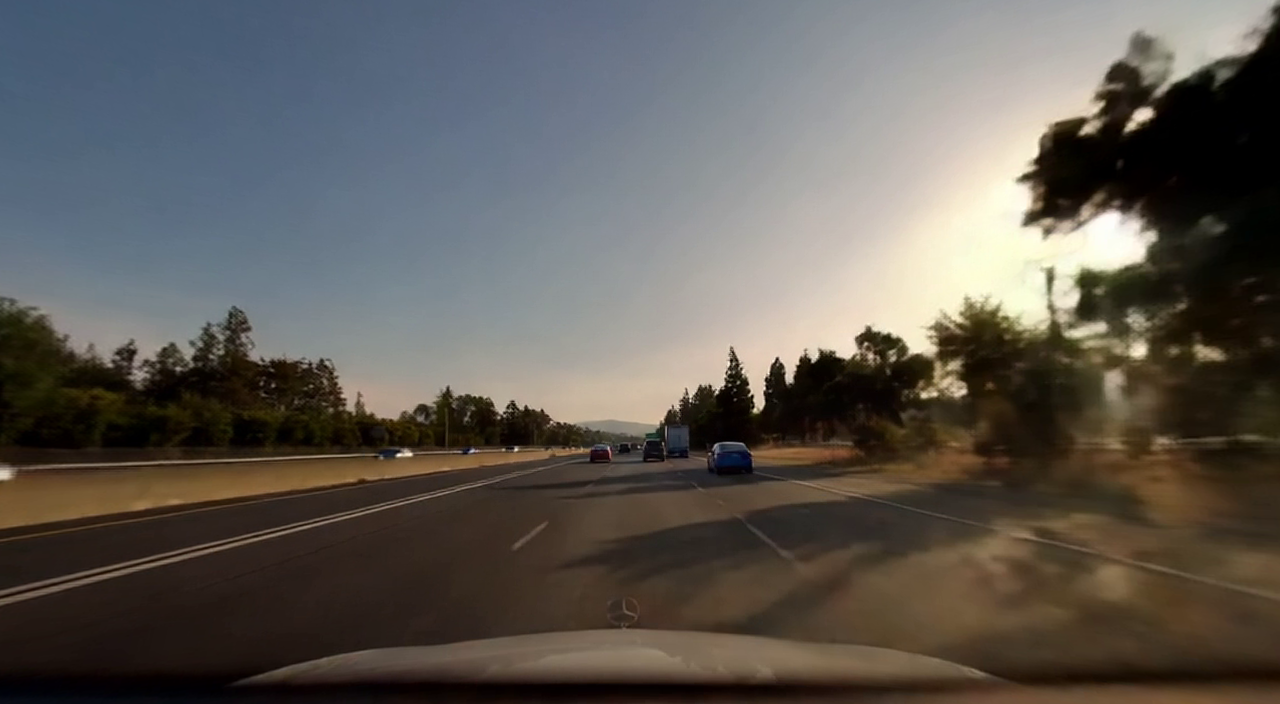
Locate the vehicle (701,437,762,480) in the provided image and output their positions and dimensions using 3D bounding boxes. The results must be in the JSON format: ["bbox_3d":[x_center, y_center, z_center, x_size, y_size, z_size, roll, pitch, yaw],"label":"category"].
[{"bbox_3d":[3.955,4.661,27.906,2.082,1.720,4.393,0,-8,0],"label":"vehicle"}]

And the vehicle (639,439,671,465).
[{"bbox_3d":[1.060,7.355,46.344,2.205,1.785,4.423,1,-8,0],"label":"vehicle"}]
